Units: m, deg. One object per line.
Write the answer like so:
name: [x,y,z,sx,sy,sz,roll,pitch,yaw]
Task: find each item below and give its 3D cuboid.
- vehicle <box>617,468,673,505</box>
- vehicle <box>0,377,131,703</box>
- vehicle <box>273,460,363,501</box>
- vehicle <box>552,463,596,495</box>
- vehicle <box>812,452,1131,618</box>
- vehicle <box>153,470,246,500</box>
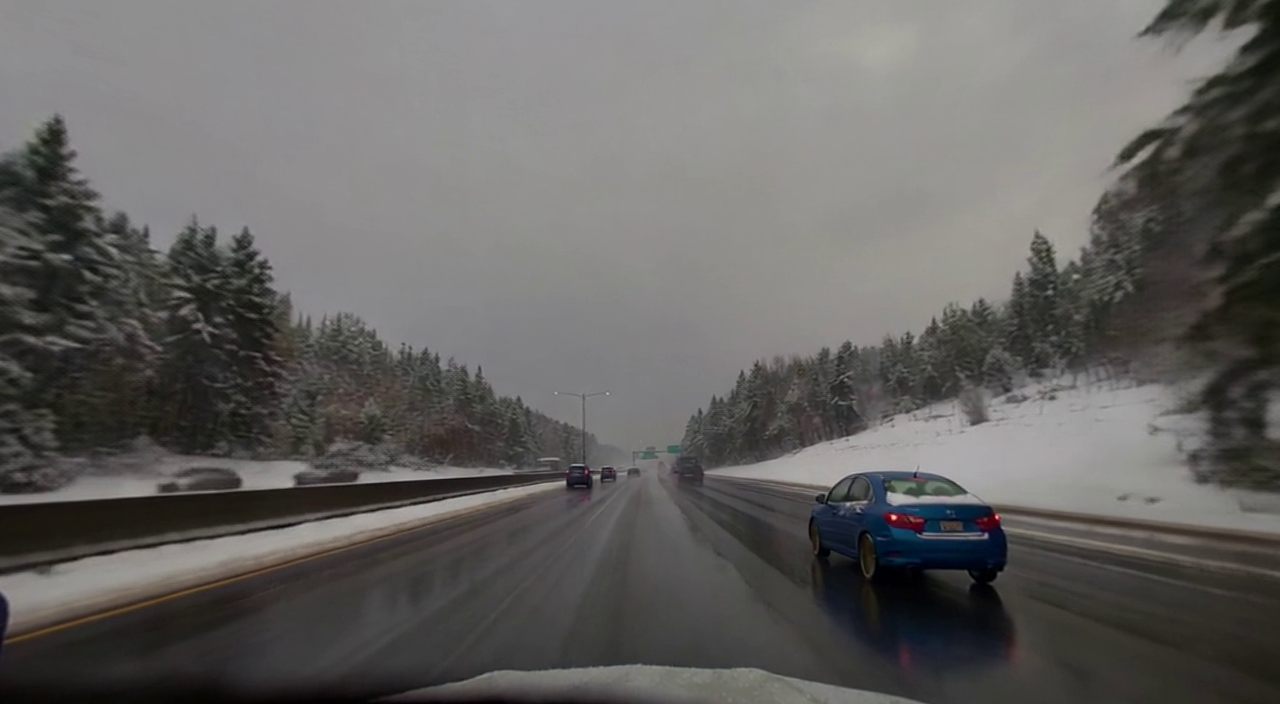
vehicle: [0.209,5.774,27.356,2.241,1.425,3.973,1,-10,0]
vehicle: [-3.960,0.659,1.372,1.999,1.659,4.340,1,-10,0]
vehicle: [-15.618,6.254,30.824,2.045,1.793,4.254,1,-10,0]
vehicle: [-3.775,7.358,36.628,2.021,1.706,4.247,1,-10,1]
vehicle: [3.747,2.132,8.077,1.938,1.561,3.786,1,-10,-1]
vehicle: [-23.159,6.995,33.339,1.760,1.441,4.193,1,-10,1]
